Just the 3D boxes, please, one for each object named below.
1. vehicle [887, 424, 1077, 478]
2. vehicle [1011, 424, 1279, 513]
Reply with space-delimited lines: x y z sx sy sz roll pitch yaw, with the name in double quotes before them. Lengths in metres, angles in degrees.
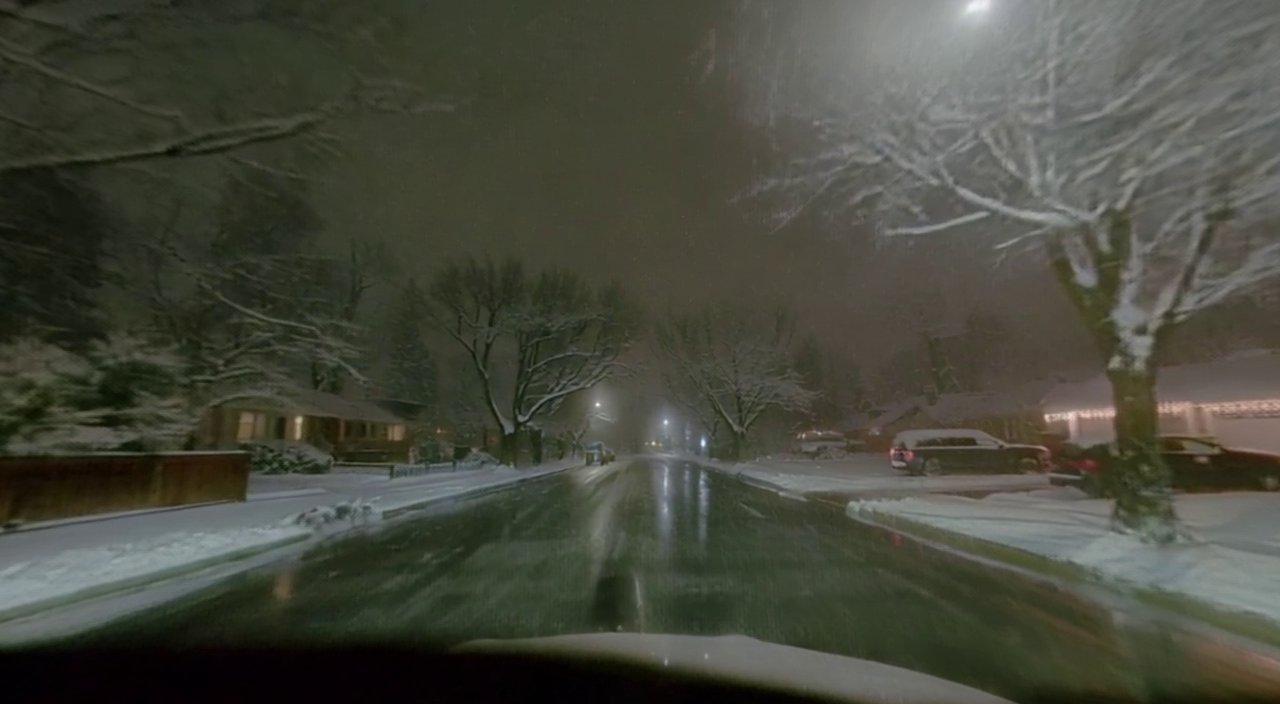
"vehicle" 12.429 3.646 23.217 5.637 1.890 2.171 0 -9 2
"vehicle" 10.954 2.449 13.483 4.710 1.512 1.894 -3 -9 1
